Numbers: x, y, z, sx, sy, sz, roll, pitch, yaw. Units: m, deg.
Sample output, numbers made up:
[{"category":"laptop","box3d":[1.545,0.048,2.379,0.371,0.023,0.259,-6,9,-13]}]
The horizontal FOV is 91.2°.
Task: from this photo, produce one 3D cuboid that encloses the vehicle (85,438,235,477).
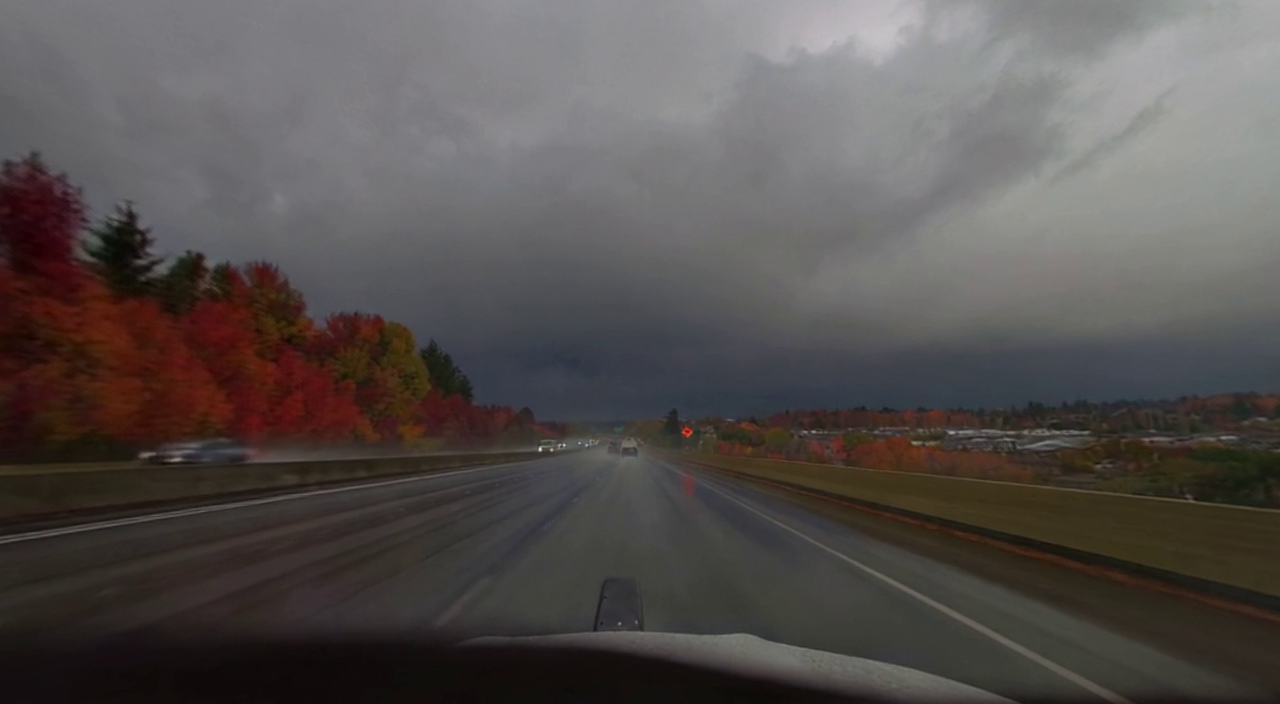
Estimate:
[{"category":"vehicle","box3d":[-23.420,5.195,31.130,1.968,1.688,6.964,0,-9,0]}]
